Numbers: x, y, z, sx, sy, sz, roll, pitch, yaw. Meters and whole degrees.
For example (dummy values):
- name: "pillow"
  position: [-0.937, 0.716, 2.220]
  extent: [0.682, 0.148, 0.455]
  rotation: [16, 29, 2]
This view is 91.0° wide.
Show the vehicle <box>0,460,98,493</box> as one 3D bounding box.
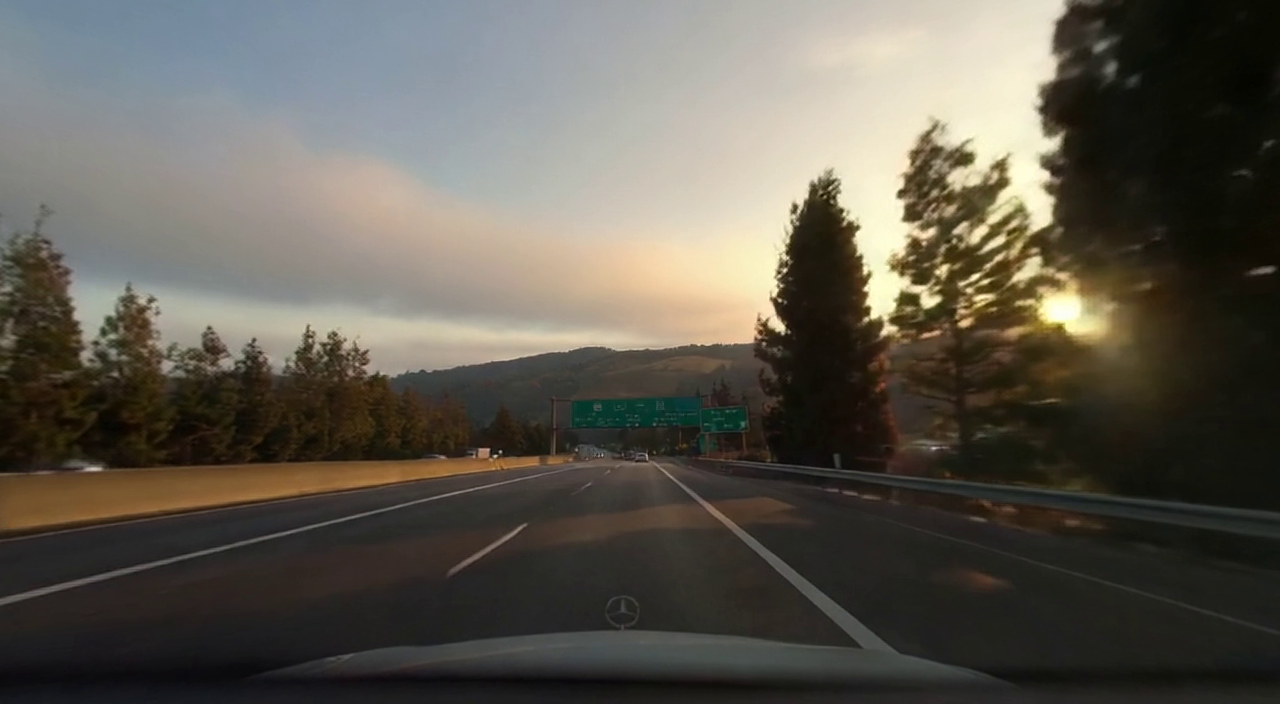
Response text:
- name: "vehicle"
  position: [-39.489, 8.174, 41.550]
  extent: [2.203, 1.905, 5.807]
  rotation: [-1, -9, 1]
